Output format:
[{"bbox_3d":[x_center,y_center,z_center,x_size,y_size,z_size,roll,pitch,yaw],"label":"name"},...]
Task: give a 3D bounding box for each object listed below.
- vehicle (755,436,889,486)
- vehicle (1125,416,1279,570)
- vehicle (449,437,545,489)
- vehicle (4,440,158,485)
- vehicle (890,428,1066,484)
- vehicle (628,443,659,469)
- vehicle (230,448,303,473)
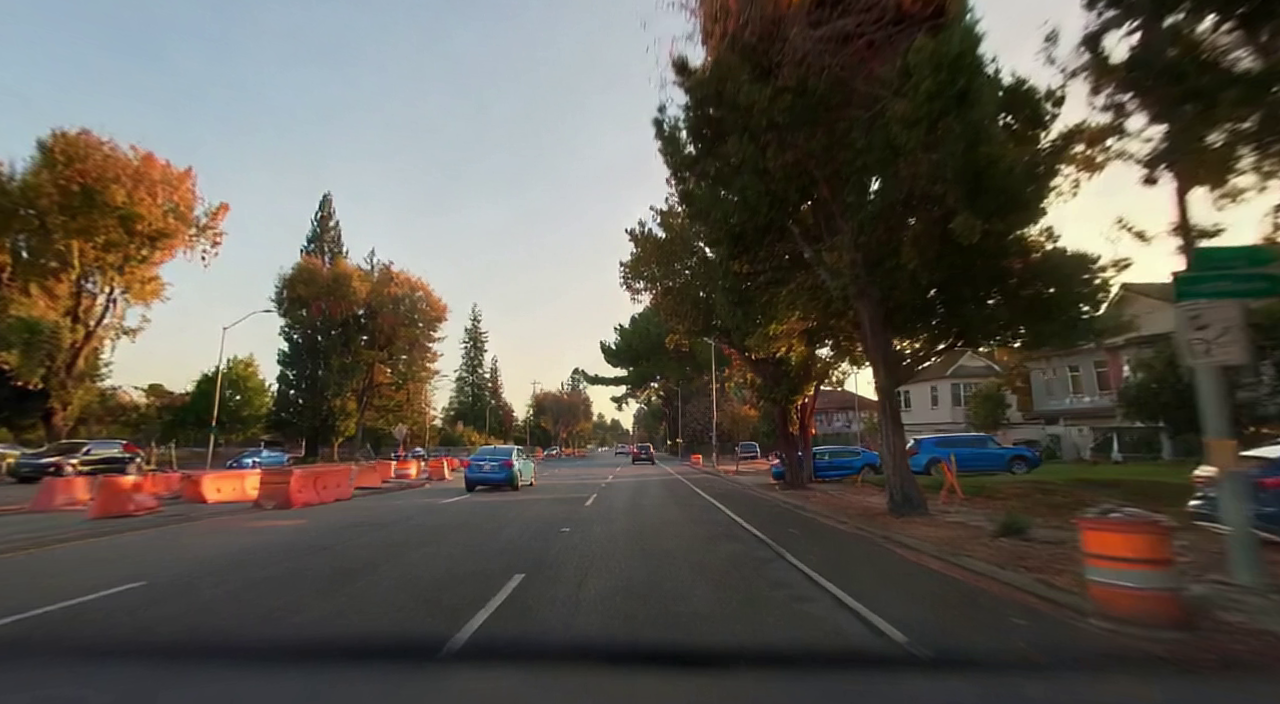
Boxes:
[{"bbox_3d":[6.719,4.056,23.713,4.447,1.754,2.182,-1,-9,5],"label":"vehicle"},{"bbox_3d":[8.451,1.522,7.028,4.366,1.485,2.026,0,-9,-1],"label":"vehicle"},{"bbox_3d":[-4.950,3.928,22.626,2.198,1.663,4.519,0,-9,3],"label":"vehicle"},{"bbox_3d":[-24.886,4.905,28.360,2.068,1.807,5.118,0,-9,2],"label":"vehicle"},{"bbox_3d":[11.738,3.645,22.207,4.936,1.813,2.158,0,-9,4],"label":"vehicle"},{"bbox_3d":[0.222,7.437,45.136,2.135,1.711,4.124,0,-9,0],"label":"vehicle"},{"bbox_3d":[-24.634,7.146,41.744,1.906,1.525,4.709,0,-9,1],"label":"vehicle"}]
